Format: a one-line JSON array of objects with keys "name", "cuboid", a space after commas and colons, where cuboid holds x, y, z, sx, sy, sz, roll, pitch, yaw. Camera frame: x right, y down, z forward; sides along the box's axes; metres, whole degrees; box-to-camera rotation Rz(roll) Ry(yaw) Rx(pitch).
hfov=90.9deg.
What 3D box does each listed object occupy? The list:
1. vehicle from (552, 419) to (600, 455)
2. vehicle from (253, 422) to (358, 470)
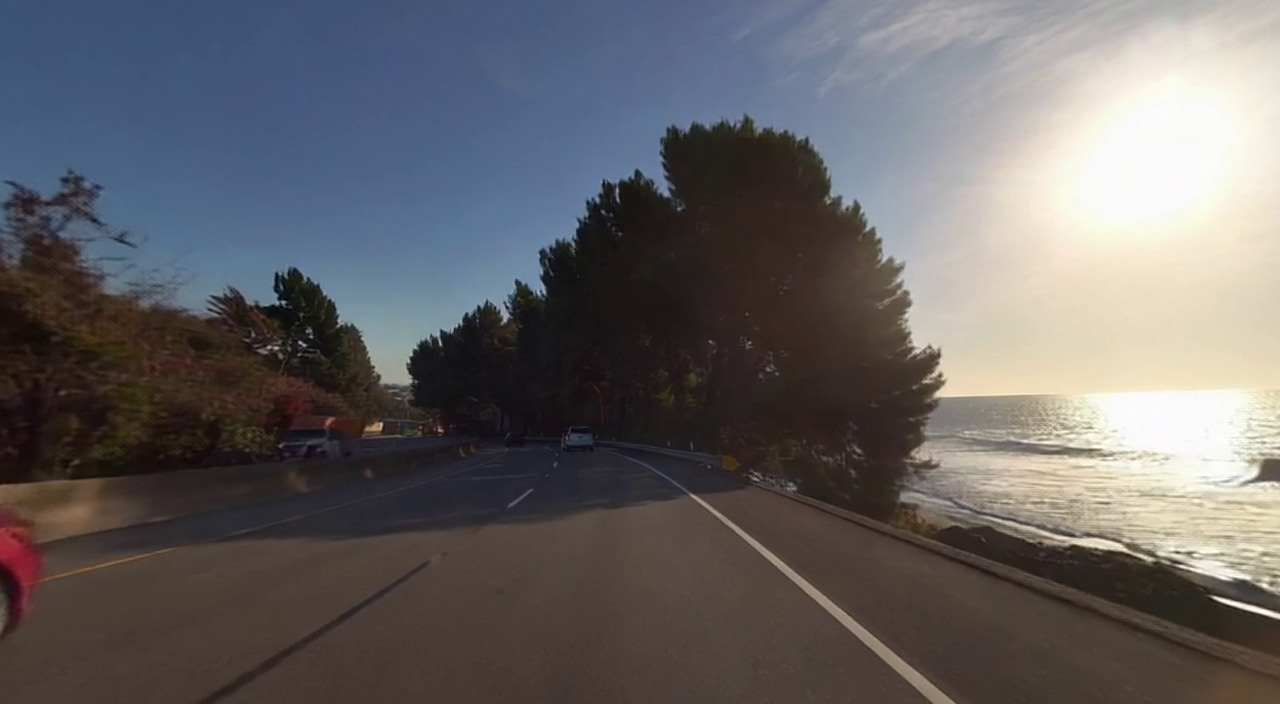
[{"name": "vehicle", "cuboid": [-4.286, 5.610, 41.303, 2.632, 2.162, 5.529, 1, -9, -11]}, {"name": "vehicle", "cuboid": [-17.040, 4.834, 32.609, 2.661, 2.208, 6.199, 1, -8, -7]}]
